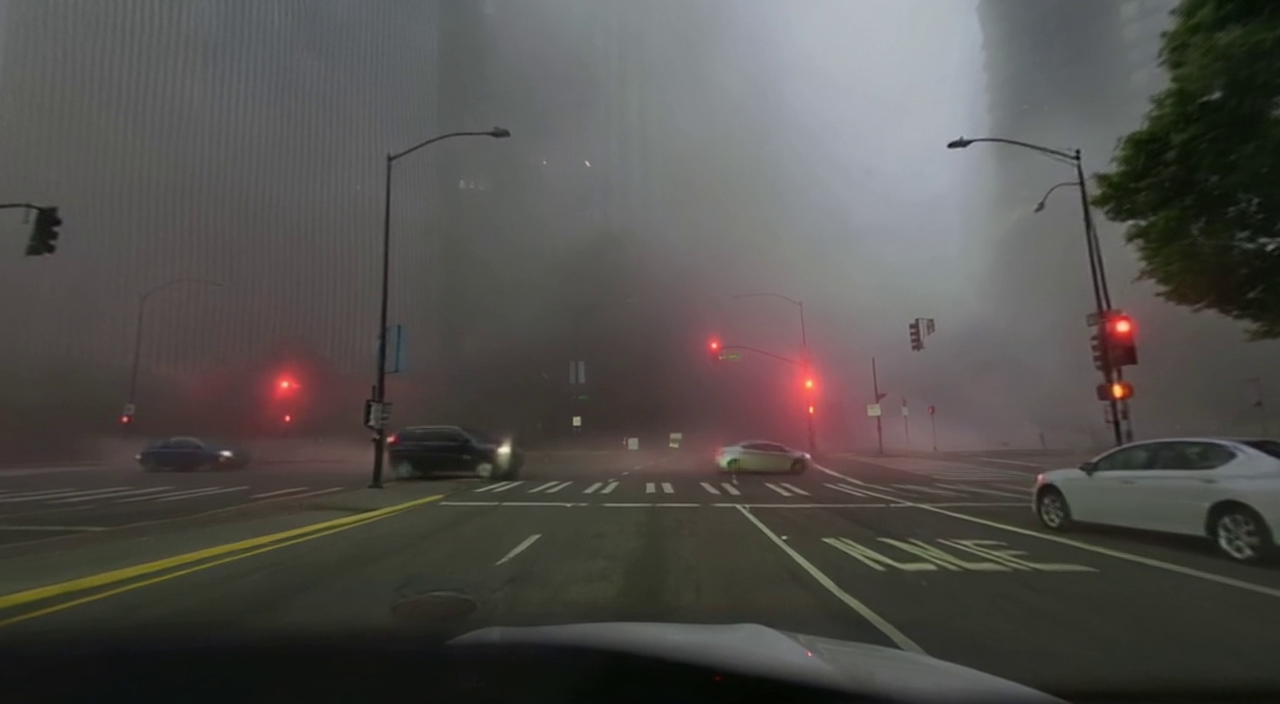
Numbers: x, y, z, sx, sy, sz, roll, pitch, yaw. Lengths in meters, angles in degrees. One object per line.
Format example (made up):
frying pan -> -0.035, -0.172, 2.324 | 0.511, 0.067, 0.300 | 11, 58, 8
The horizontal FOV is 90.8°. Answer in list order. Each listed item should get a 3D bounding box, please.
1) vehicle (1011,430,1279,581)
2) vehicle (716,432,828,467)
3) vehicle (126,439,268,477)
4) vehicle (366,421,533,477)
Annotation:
vehicle -> 7.321, 1.815, 8.247 | 1.936, 1.489, 4.885 | 0, -9, -1
vehicle -> 5.804, 4.329, 28.124 | 4.503, 1.475, 1.789 | 0, -9, -4
vehicle -> -18.429, 4.412, 26.430 | 4.482, 1.492, 1.805 | 0, -9, -3
vehicle -> -7.043, 3.662, 23.992 | 5.659, 1.967, 2.149 | 0, -9, -3
